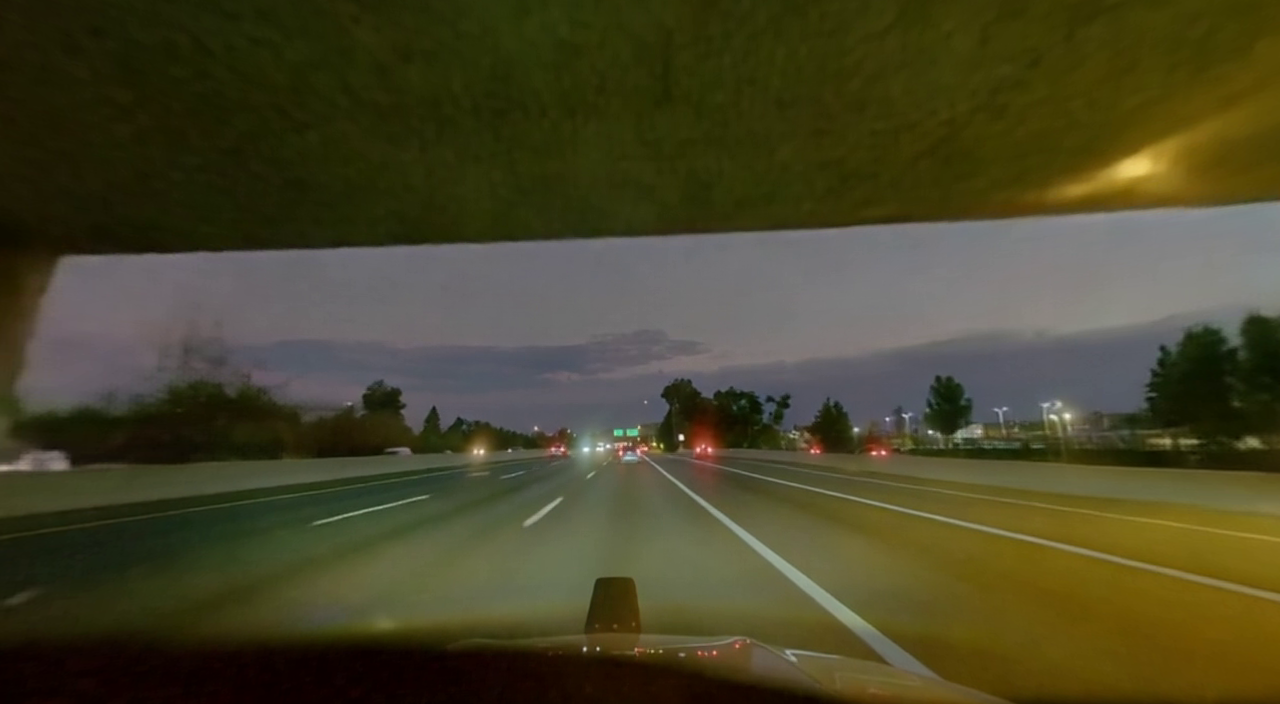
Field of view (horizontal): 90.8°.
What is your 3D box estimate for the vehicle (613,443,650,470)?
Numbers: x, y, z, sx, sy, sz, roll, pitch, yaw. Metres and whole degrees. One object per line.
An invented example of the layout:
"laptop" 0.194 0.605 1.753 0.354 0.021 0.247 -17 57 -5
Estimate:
"vehicle" -0.525 5.916 35.986 2.012 1.471 4.059 0 -8 -2
